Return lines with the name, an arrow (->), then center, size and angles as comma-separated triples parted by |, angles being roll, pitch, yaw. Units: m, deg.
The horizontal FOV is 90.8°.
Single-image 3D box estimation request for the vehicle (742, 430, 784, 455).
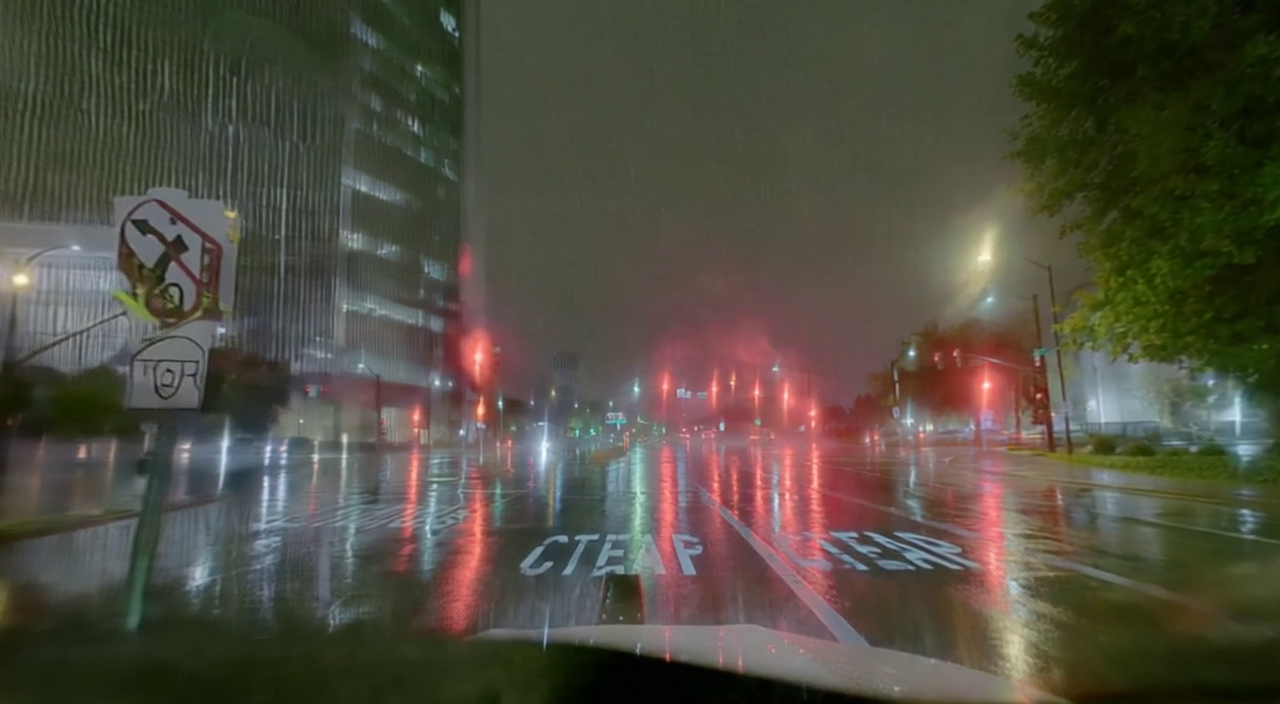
vehicle -> 9.613, 7.132, 49.590 | 2.156, 1.881, 4.743 | 0, -8, -2
